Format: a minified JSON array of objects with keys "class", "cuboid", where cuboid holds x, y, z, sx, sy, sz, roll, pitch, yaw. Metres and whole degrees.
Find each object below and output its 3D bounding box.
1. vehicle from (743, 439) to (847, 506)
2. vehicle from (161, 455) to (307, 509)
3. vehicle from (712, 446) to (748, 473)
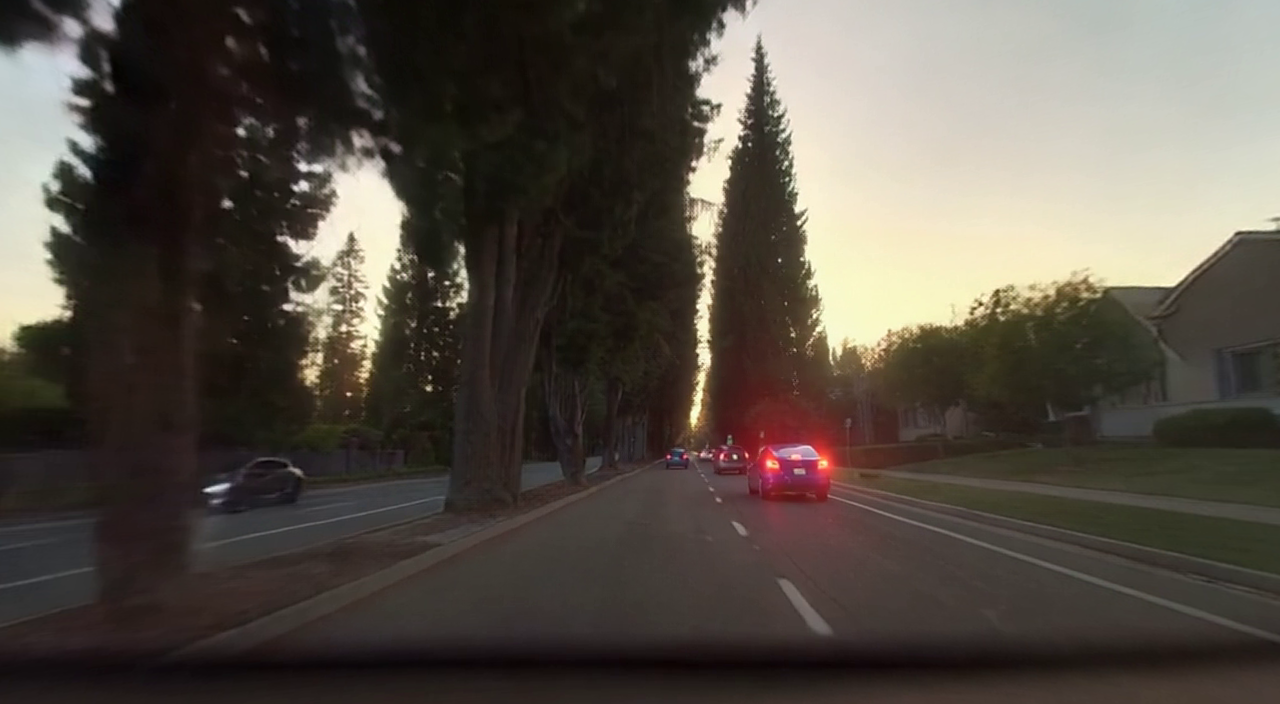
[{"class":"vehicle","cuboid":[4.190,3.293,17.776,2.052,1.639,4.123,-1,-8,3]},{"class":"vehicle","cuboid":[-13.437,4.291,21.227,1.874,1.521,4.244,-1,-8,4]},{"class":"vehicle","cuboid":[6.047,7.261,42.789,2.110,1.666,3.912,-1,-8,4]}]
